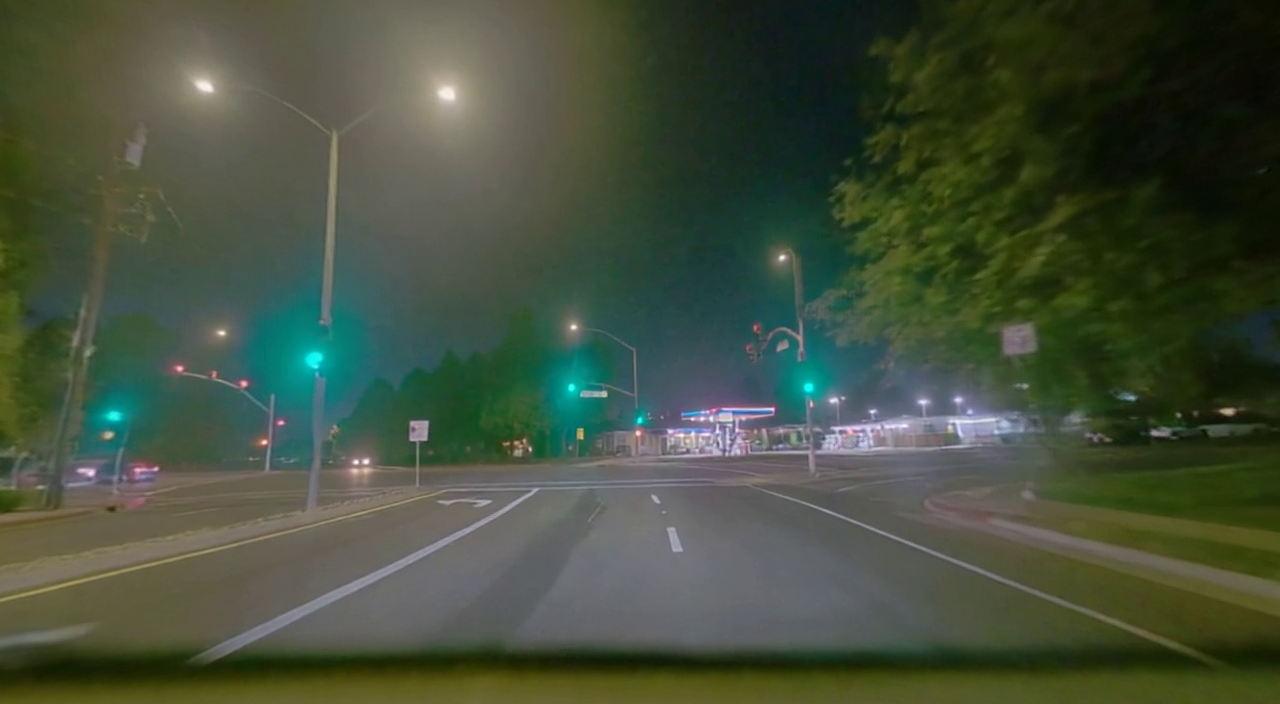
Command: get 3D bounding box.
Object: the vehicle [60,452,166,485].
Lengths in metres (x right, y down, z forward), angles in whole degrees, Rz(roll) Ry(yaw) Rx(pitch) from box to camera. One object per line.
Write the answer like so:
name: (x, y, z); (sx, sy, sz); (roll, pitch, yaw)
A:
vehicle: (-29.705, 6.543, 35.597); (4.559, 1.608, 1.961); (-2, -7, 8)
